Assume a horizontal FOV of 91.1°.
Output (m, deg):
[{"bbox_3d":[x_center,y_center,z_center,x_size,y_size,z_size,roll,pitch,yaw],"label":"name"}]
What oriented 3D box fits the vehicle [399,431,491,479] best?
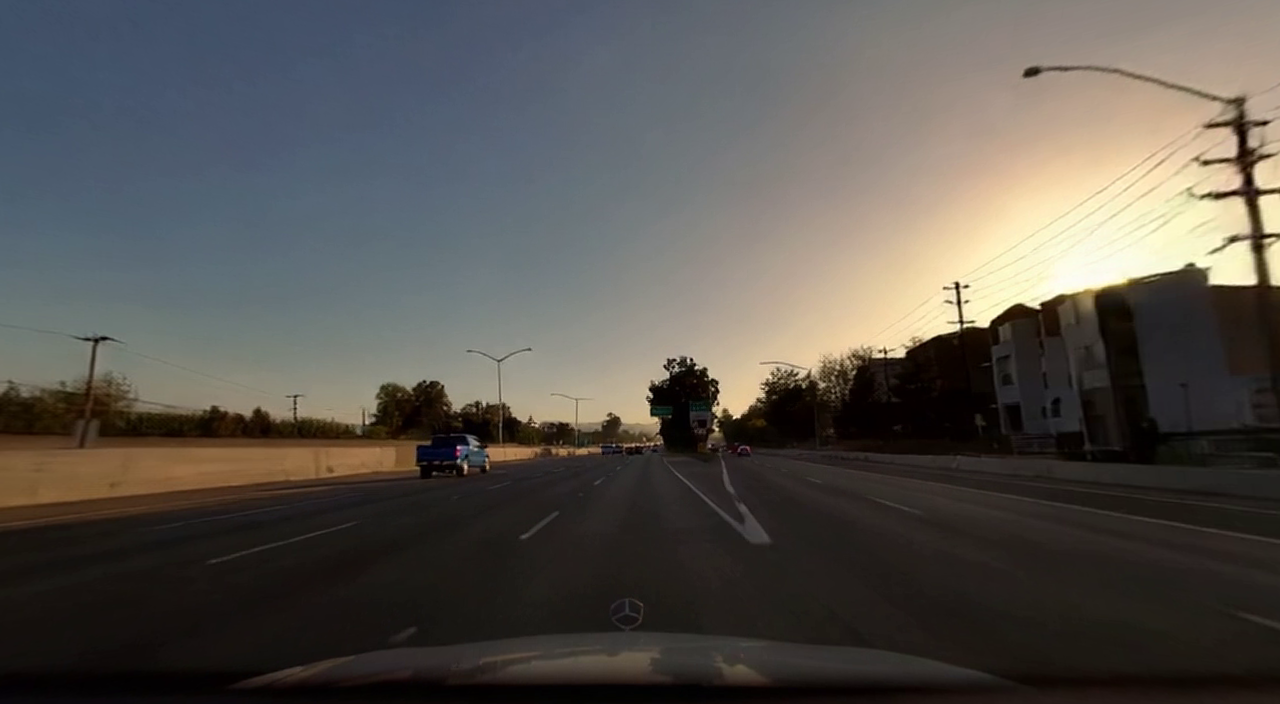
[{"bbox_3d":[-9.839,5.259,32.401,2.667,2.213,6.081,0,-8,1],"label":"vehicle"}]
